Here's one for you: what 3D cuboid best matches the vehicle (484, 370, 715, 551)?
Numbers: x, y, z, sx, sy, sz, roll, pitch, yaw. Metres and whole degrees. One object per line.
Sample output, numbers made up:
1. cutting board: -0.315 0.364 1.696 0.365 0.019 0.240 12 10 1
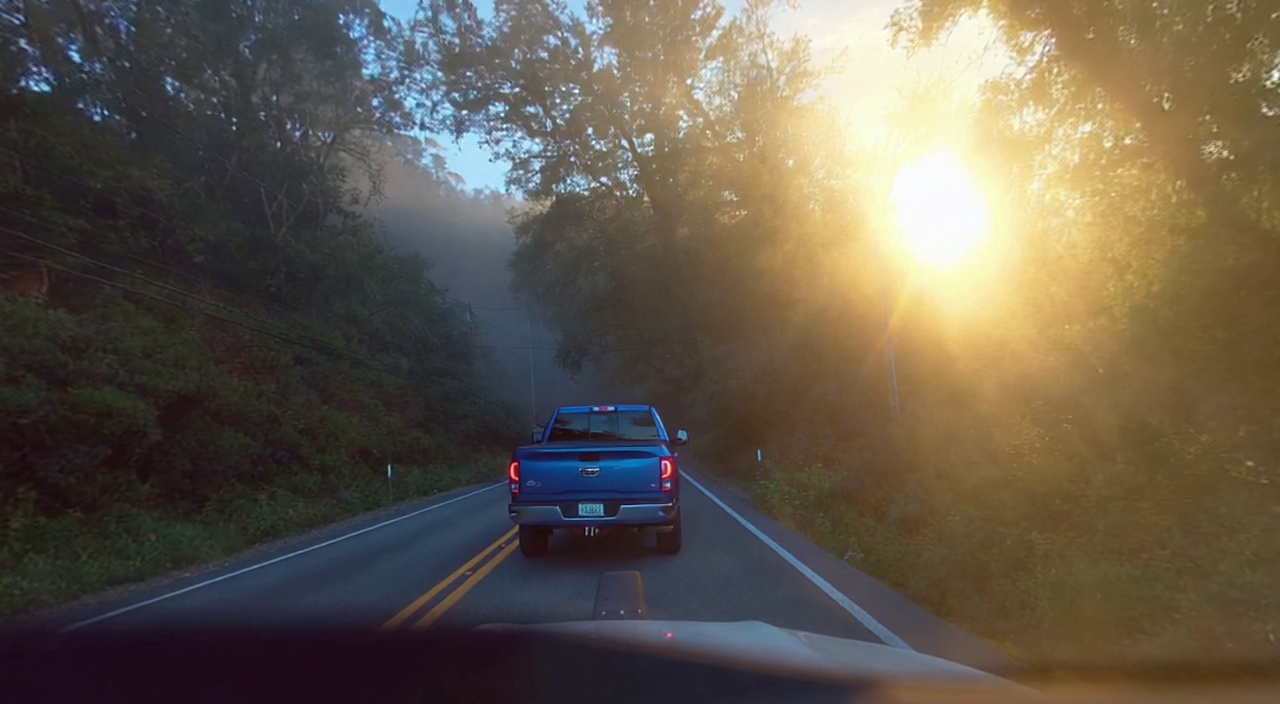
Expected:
1. vehicle: -0.531 1.768 10.837 2.837 2.223 5.885 0 -8 -1
